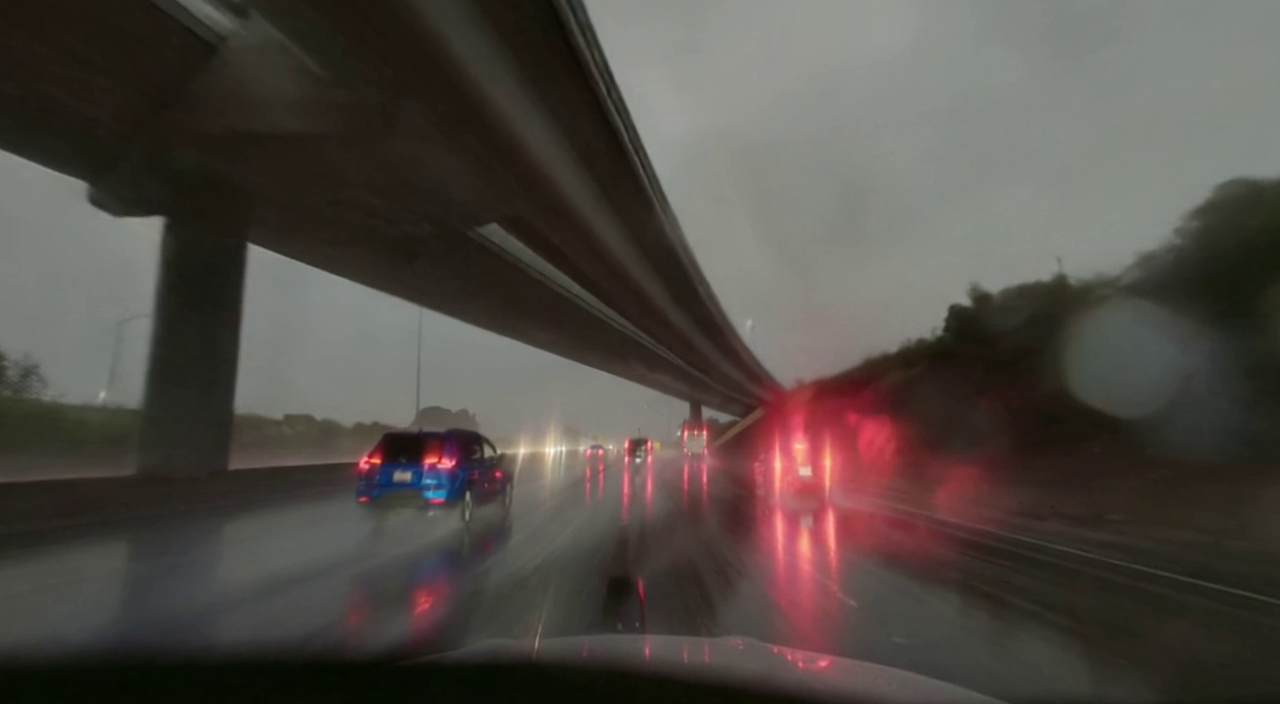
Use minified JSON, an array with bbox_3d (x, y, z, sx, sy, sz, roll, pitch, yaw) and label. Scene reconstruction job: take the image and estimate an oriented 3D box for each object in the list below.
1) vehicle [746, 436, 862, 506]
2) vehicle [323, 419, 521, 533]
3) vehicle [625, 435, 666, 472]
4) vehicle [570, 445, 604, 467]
[{"bbox_3d":[4.018,2.987,16.163,1.959,1.554,3.795,0,-9,0],"label":"vehicle"},{"bbox_3d":[-3.822,2.282,12.110,2.089,1.751,4.515,0,-9,1],"label":"vehicle"},{"bbox_3d":[0.294,5.716,35.560,2.155,1.909,4.529,0,-9,0],"label":"vehicle"},{"bbox_3d":[-3.718,7.415,44.904,1.994,1.475,4.171,0,-9,1],"label":"vehicle"}]
